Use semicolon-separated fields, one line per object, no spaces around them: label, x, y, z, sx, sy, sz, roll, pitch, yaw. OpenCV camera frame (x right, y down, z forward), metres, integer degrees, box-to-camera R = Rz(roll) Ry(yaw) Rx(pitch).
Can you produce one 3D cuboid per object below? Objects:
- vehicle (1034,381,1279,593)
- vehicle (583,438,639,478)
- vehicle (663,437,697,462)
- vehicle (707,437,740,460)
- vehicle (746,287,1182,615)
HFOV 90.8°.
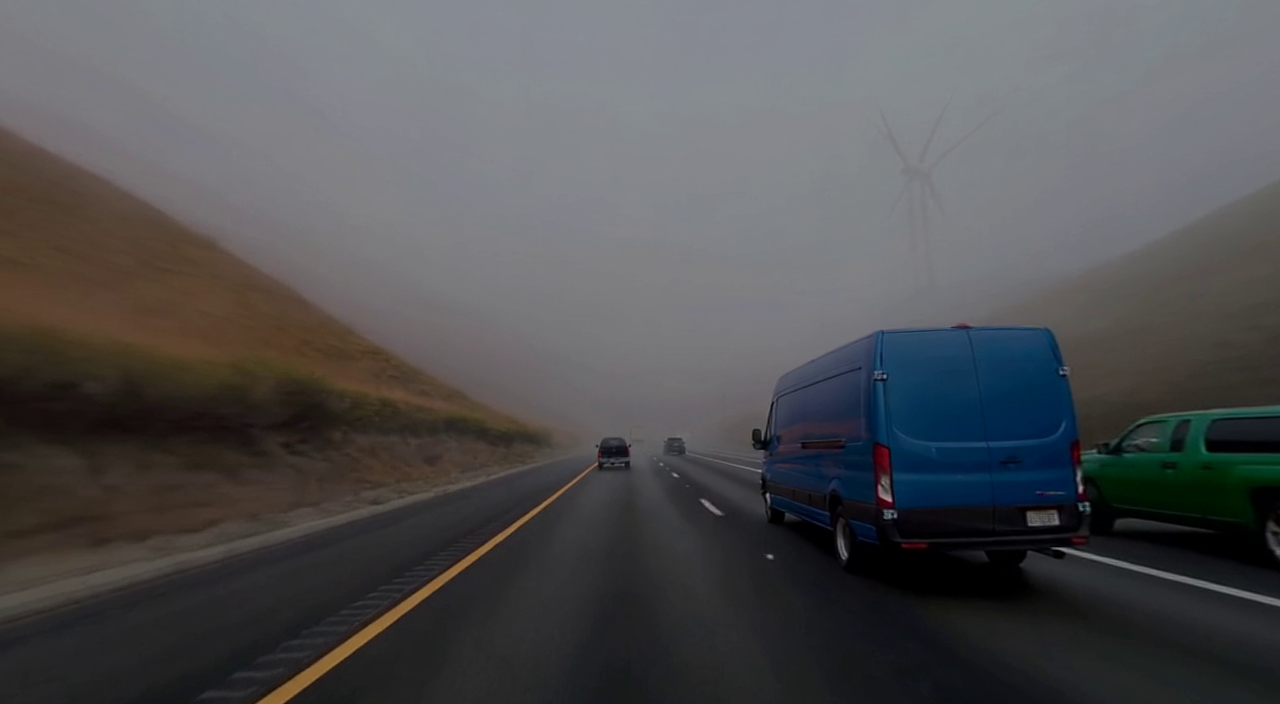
vehicle;6.623;1.238;5.890;2.070;1.833;5.811;0;-8;-1
vehicle;-1.106;4.241;25.561;2.082;1.445;3.826;0;-8;0
vehicle;2.825;6.988;45.500;2.108;1.717;3.996;0;-8;-2
vehicle;6.349;7.379;48.294;1.864;1.689;4.206;0;-8;-1
vehicle;3.045;1.172;7.977;2.365;2.630;5.754;0;-8;0
